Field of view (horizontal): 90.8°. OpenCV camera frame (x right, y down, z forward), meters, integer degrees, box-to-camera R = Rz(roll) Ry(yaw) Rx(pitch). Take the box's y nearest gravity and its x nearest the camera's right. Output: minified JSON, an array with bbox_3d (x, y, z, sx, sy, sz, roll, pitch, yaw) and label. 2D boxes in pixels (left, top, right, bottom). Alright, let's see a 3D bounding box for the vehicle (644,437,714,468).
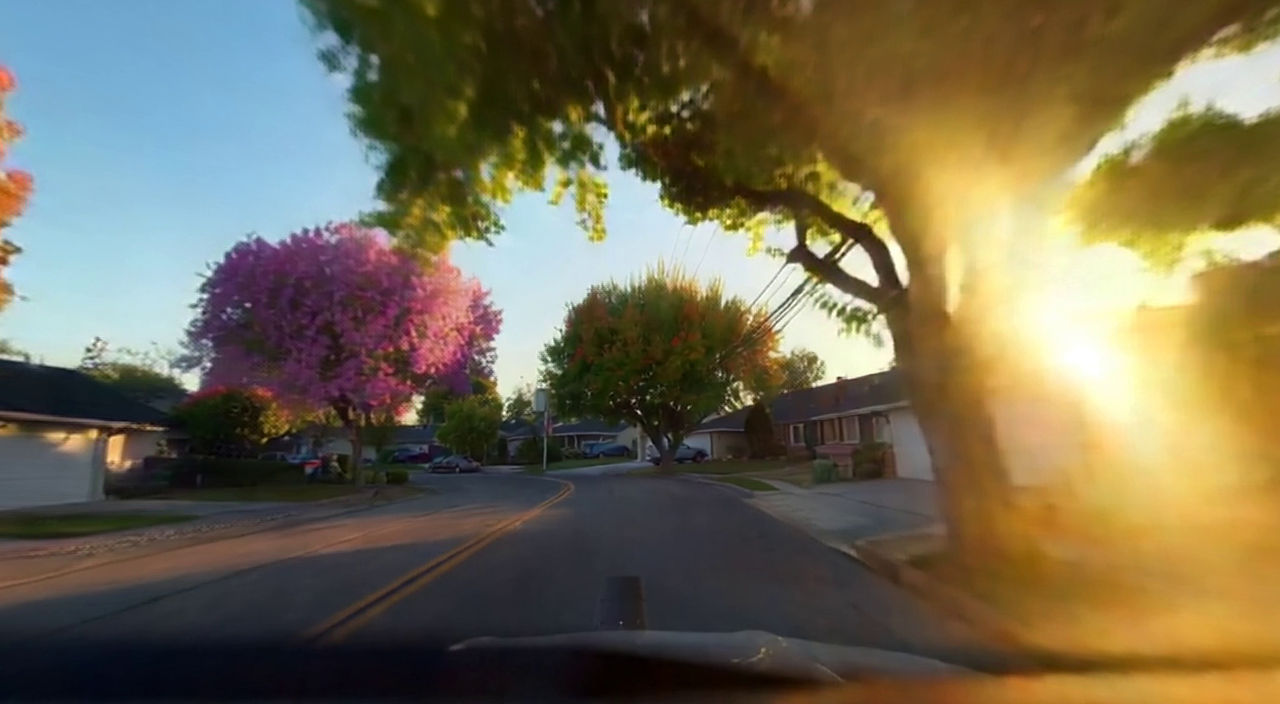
[{"bbox_3d":[2.728,6.991,44.045,4.459,1.738,1.930,0,-8,-29],"label":"vehicle"}]
